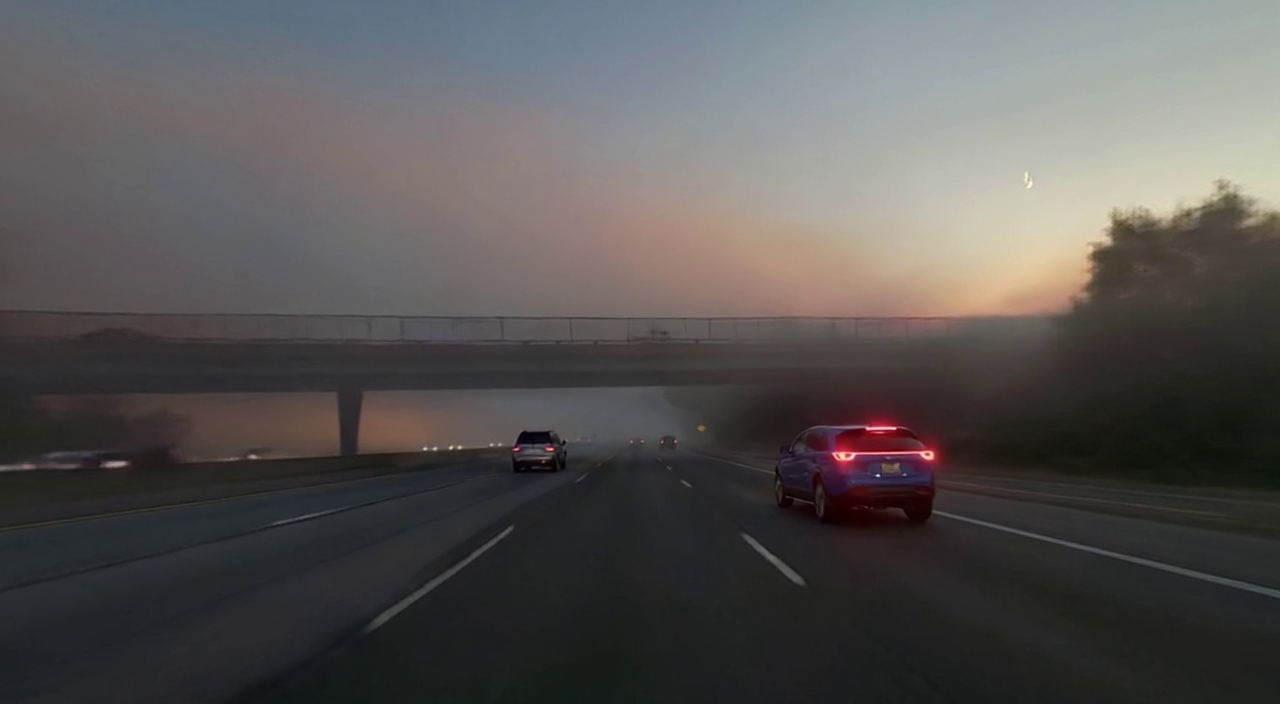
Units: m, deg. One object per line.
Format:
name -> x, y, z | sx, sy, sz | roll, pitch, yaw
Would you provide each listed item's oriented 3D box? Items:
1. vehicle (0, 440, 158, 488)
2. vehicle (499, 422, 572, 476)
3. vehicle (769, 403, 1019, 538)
vehicle -> -22.801, 4.492, 25.745 | 2.224, 1.713, 5.176 | 0, -9, 0
vehicle -> -3.941, 3.774, 24.698 | 2.018, 1.872, 4.728 | 0, -8, 0
vehicle -> 3.790, 1.878, 10.551 | 2.185, 1.749, 4.477 | 0, -8, -2
